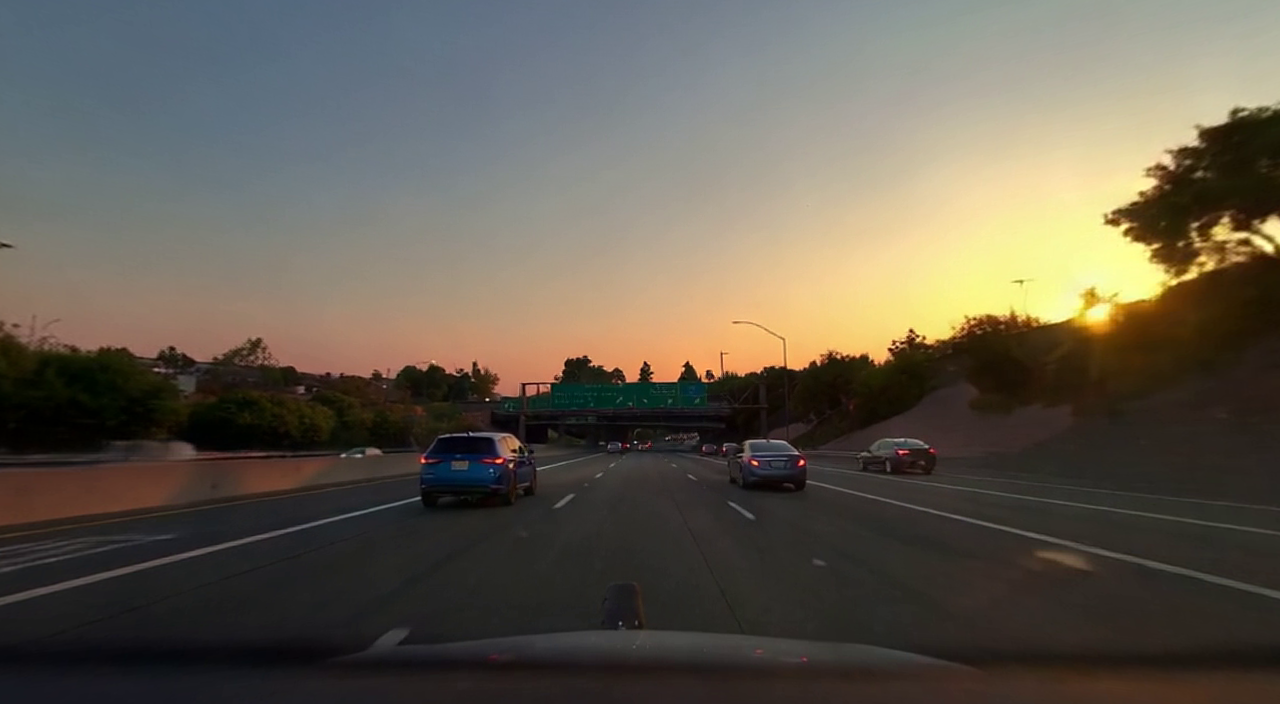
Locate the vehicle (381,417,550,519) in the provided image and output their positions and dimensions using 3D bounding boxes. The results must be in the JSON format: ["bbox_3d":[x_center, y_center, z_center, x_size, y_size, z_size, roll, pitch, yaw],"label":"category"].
[{"bbox_3d":[-3.339,2.335,13.209,2.193,1.746,4.512,0,-8,0],"label":"vehicle"}]

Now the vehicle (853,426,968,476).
[{"bbox_3d":[11.185,4.163,26.707,2.223,1.865,5.704,0,-8,-1],"label":"vehicle"}]

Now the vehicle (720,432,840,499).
[{"bbox_3d":[3.622,3.051,17.397,2.107,1.550,4.949,0,-8,-1],"label":"vehicle"}]
